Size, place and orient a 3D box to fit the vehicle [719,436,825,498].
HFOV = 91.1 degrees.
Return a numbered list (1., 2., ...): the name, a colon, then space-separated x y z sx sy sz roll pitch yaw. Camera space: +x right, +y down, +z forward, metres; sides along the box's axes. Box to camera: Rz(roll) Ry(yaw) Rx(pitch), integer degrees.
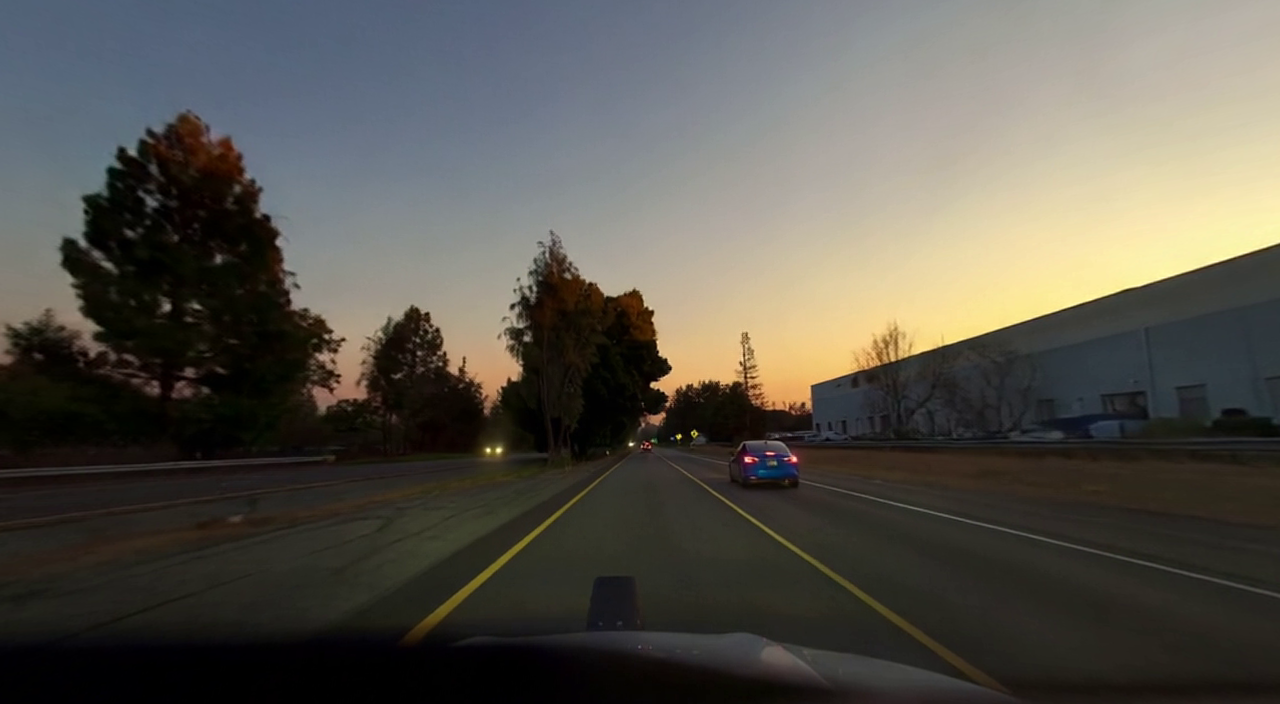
1. vehicle: 3.586 3.201 17.847 2.079 1.531 3.997 0 -8 -1
